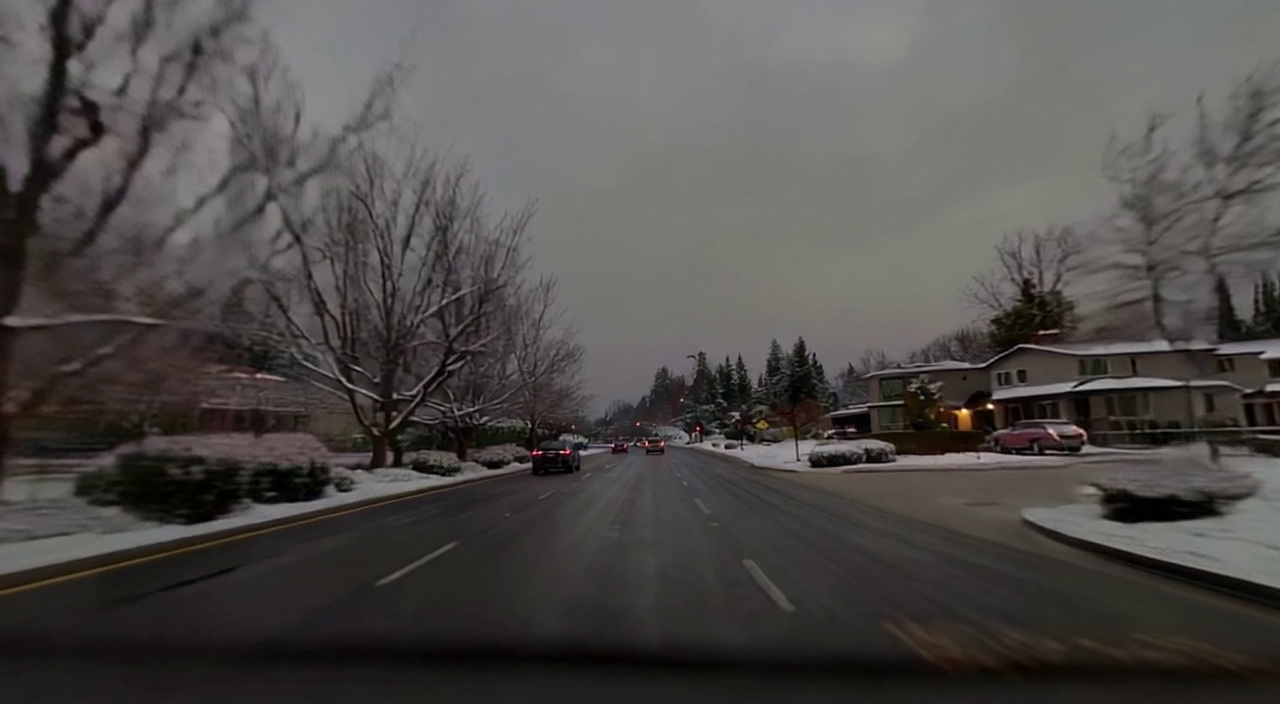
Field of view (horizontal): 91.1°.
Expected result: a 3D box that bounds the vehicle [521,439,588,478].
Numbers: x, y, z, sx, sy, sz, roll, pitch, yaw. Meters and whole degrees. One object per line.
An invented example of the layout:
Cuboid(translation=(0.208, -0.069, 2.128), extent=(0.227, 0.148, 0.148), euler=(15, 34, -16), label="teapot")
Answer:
Cuboid(translation=(-3.473, 4.415, 26.402), extent=(2.036, 1.478, 4.508), euler=(0, -8, 2), label="vehicle")

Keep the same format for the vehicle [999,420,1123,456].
Cuboid(translation=(19.799, 4.062, 29.695), extent=(4.364, 1.609, 1.917), euler=(-1, -8, 8), label="vehicle")
